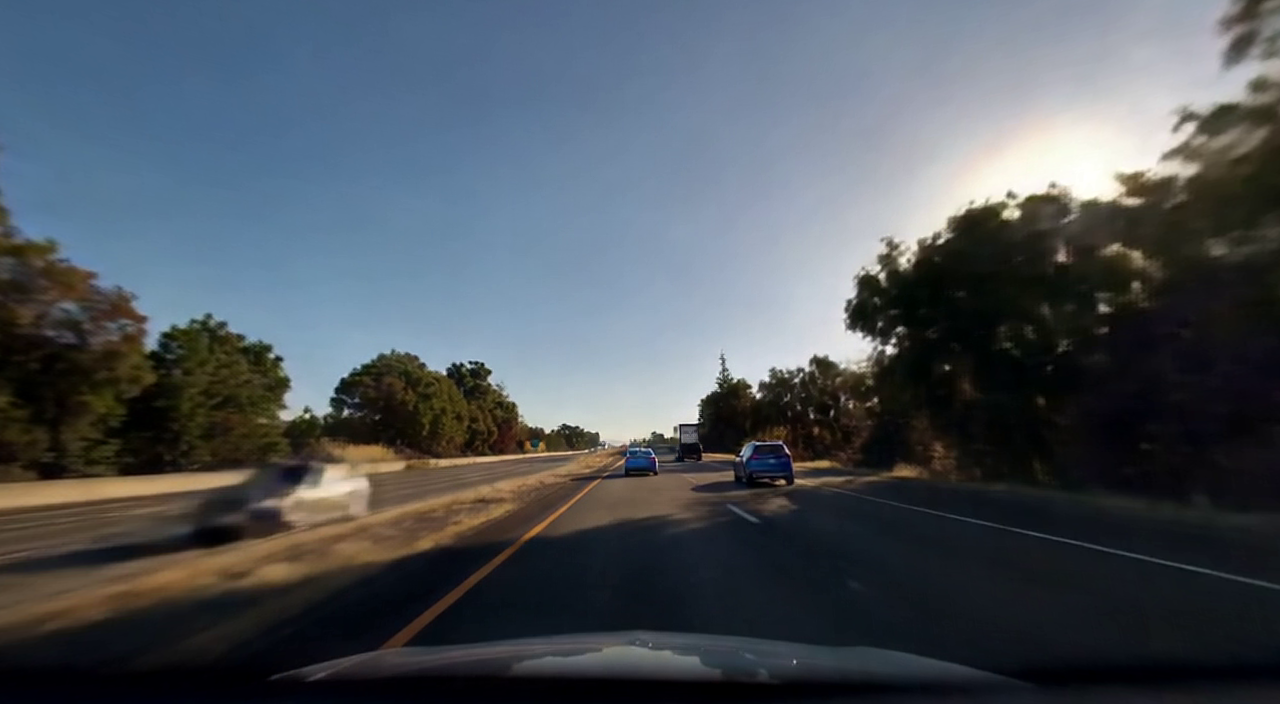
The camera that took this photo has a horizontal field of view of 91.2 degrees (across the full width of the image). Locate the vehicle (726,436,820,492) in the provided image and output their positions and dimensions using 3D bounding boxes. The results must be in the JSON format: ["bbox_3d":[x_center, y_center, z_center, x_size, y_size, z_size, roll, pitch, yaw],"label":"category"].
[{"bbox_3d":[3.962,3.425,19.475,1.953,1.540,4.101,0,-9,-1],"label":"vehicle"}]

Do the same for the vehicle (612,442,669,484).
[{"bbox_3d":[0.005,4.320,24.600,2.066,1.490,3.759,0,-9,0],"label":"vehicle"}]

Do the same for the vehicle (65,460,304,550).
[{"bbox_3d":[-9.345,3.122,13.442,1.912,1.503,4.270,-1,-9,0],"label":"vehicle"}]
